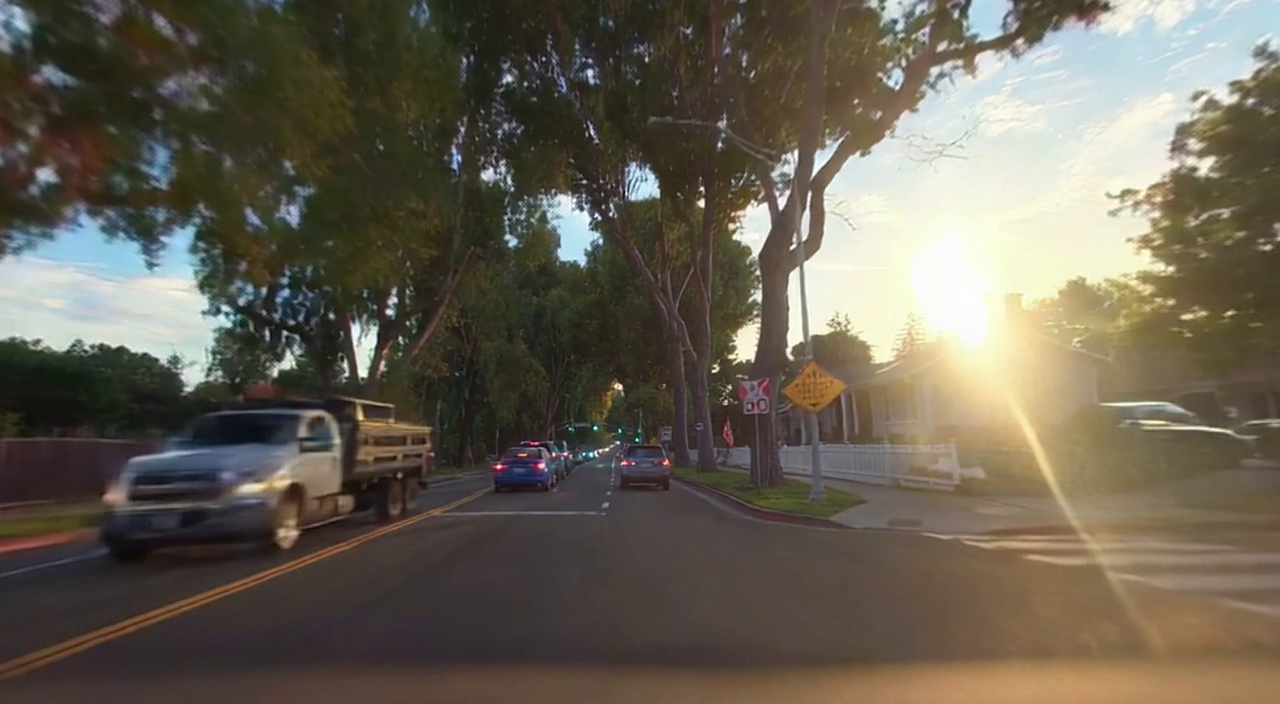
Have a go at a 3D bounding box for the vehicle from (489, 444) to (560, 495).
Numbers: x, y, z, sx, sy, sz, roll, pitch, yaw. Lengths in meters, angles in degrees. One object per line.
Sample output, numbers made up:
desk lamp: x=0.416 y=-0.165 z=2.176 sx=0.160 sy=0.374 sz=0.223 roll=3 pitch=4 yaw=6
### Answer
vehicle: x=-3.782 y=3.907 z=21.479 sx=1.919 sy=1.501 sz=4.509 roll=1 pitch=-9 yaw=-5

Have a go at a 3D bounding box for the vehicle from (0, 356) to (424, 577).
vehicle: x=-6.648 y=1.965 z=11.725 sx=2.920 sy=2.707 sz=7.670 roll=0 pitch=-9 yaw=-3

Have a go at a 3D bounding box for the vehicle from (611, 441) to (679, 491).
vehicle: x=0.073 y=4.223 z=23.813 sx=2.258 sy=1.682 sz=4.635 roll=0 pitch=-9 yaw=-3

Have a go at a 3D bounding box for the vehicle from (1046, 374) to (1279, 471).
vehicle: x=16.170 y=2.209 z=19.181 sx=6.115 sy=2.590 sz=2.371 roll=-6 pitch=-10 yaw=35
